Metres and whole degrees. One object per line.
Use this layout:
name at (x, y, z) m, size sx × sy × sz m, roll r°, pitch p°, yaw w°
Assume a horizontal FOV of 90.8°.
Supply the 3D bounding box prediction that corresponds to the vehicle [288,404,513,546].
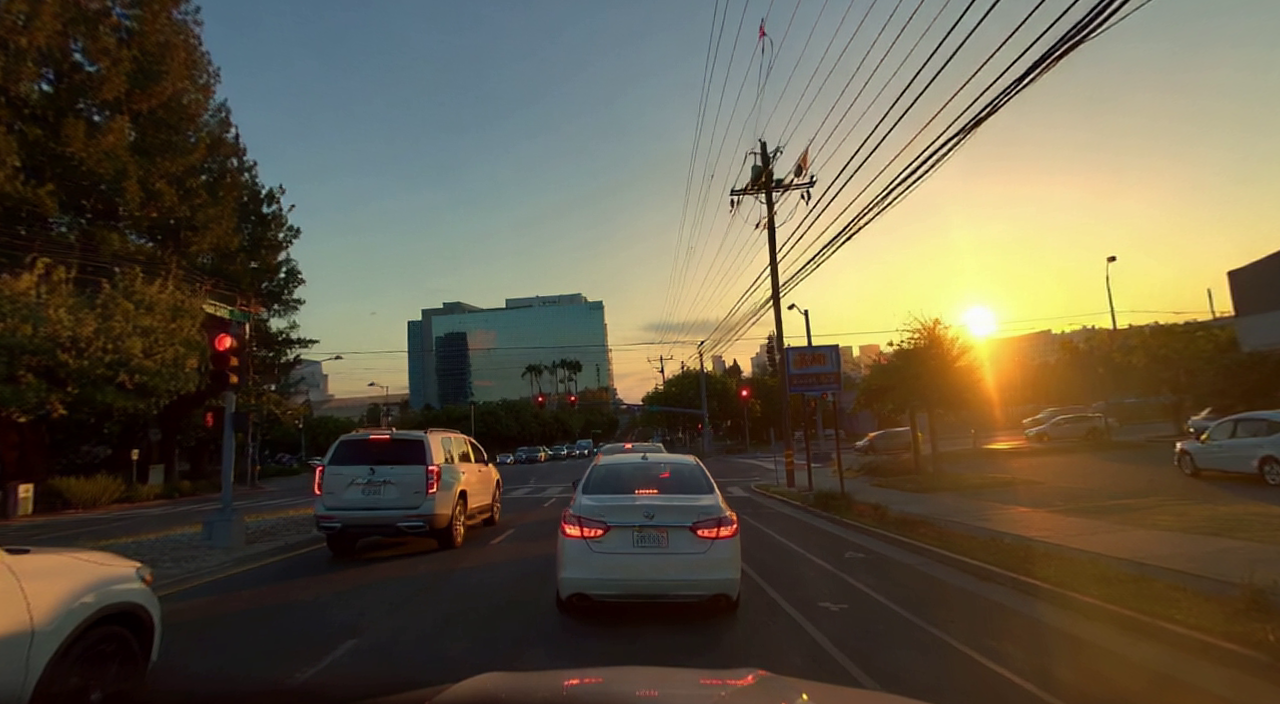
vehicle at (-3.848, 2.087, 11.368) m, size 2.147 × 1.963 × 4.927 m, roll 0°, pitch -8°, yaw -1°

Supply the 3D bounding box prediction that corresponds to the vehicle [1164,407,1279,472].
vehicle at (17.014, 2.551, 18.288) m, size 1.858 × 1.622 × 4.491 m, roll -5°, pitch -10°, yaw 28°

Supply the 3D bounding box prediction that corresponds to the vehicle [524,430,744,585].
vehicle at (-0.101, 1.800, 8.144) m, size 2.121 × 1.474 × 3.968 m, roll 0°, pitch -8°, yaw -1°

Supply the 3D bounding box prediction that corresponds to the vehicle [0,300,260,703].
vehicle at (-3.584, 0.635, 1.528) m, size 2.085 × 1.943 × 5.053 m, roll 0°, pitch -8°, yaw 1°

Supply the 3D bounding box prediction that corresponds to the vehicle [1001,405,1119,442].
vehicle at (26.840, 4.640, 40.523) m, size 5.782 × 2.286 × 2.223 m, roll -1°, pitch -9°, yaw 4°
